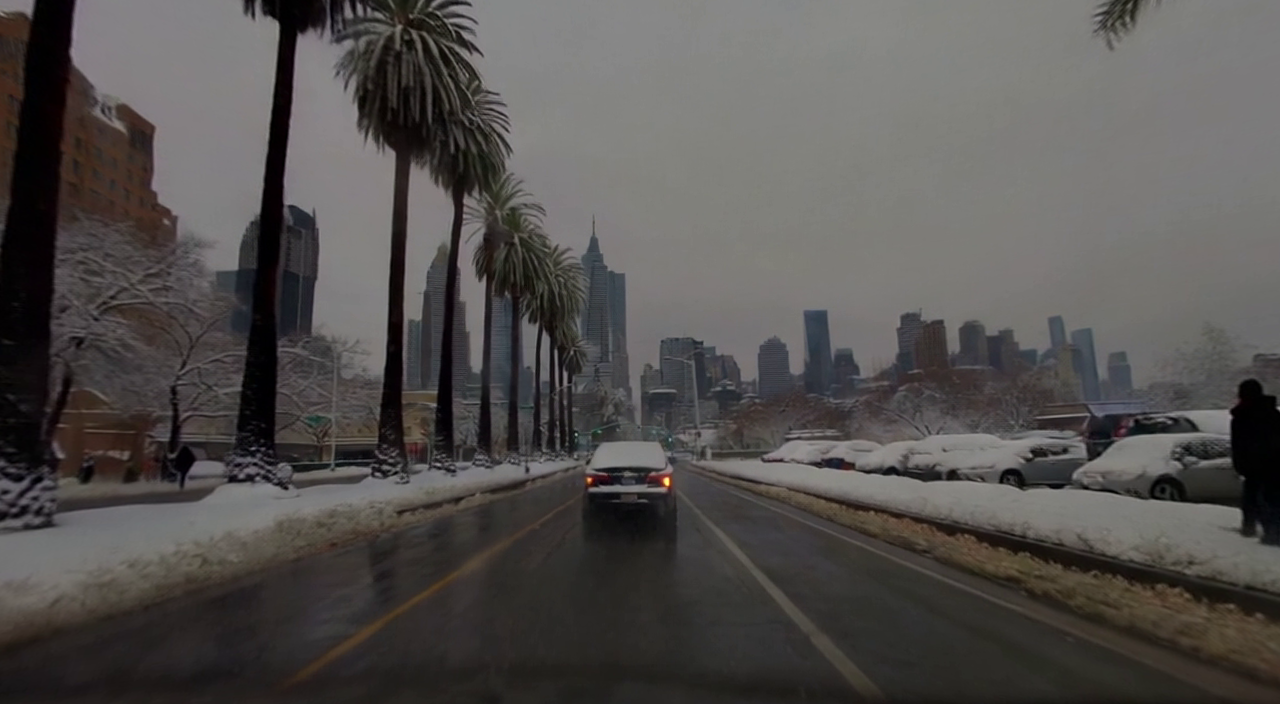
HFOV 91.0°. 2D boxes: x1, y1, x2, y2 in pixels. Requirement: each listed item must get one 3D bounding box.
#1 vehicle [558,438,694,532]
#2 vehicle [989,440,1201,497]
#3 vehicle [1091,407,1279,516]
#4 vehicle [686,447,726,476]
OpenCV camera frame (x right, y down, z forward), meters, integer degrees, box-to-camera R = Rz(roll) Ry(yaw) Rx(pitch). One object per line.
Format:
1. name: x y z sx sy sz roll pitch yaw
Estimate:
1. vehicle: -0.222 2.495 12.390 2.235 1.528 3.876 0 -9 0
2. vehicle: 12.835 3.287 17.996 4.363 1.488 2.248 1 -9 -4
3. vehicle: 12.919 2.144 12.904 5.301 1.962 2.431 -3 -8 4
4. vehicle: 4.303 7.172 41.693 2.136 1.774 4.778 0 -9 0
